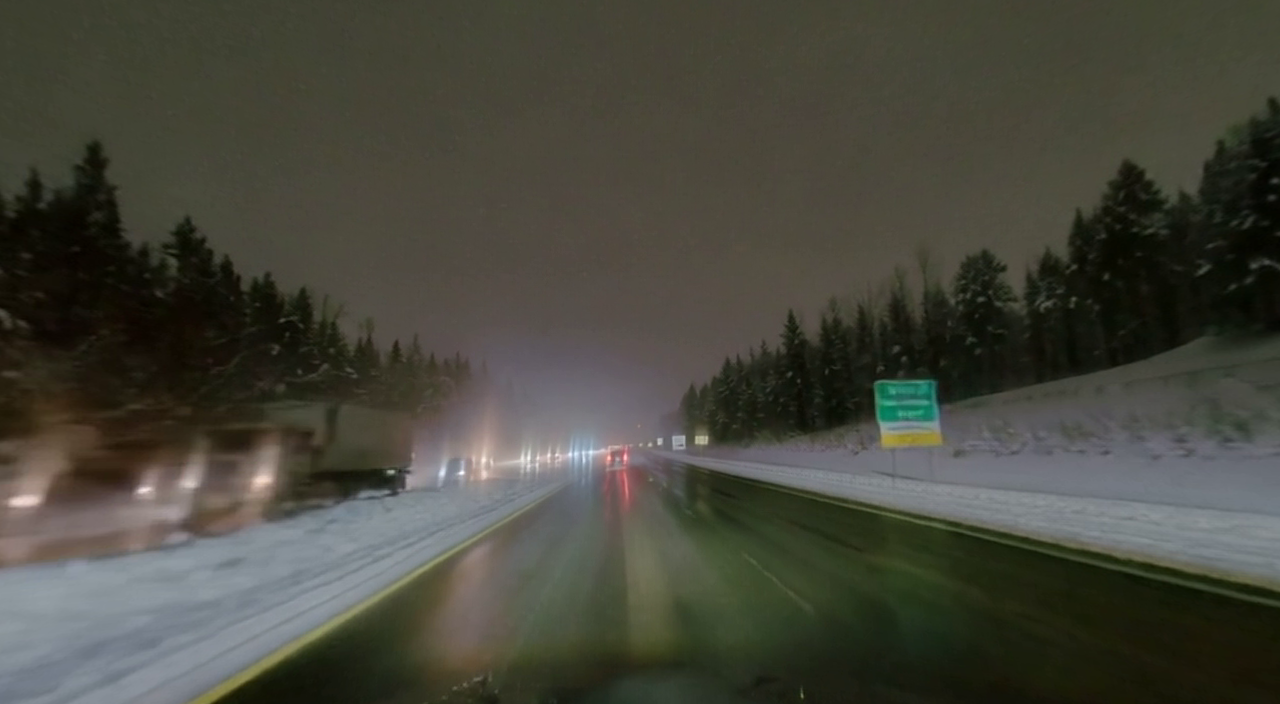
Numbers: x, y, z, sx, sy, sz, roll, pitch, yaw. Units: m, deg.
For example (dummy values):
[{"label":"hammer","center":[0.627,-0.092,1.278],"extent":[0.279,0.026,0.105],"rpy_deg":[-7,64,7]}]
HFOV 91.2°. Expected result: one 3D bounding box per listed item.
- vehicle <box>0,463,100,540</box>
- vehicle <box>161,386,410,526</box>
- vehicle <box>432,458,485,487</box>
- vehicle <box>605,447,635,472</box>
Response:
[{"label":"vehicle","center":[-13.847,3.082,12.836],"extent":[1.829,1.475,4.197],"rpy_deg":[0,-9,-1]},{"label":"vehicle","center":[-9.669,3.021,18.559],"extent":[2.789,3.216,7.867],"rpy_deg":[0,-9,-1]},{"label":"vehicle","center":[-10.014,6.634,34.831],"extent":[1.848,1.454,3.922],"rpy_deg":[0,-9,-1]},{"label":"vehicle","center":[-1.460,7.926,46.377],"extent":[2.098,1.692,4.038],"rpy_deg":[0,-9,-1]}]
